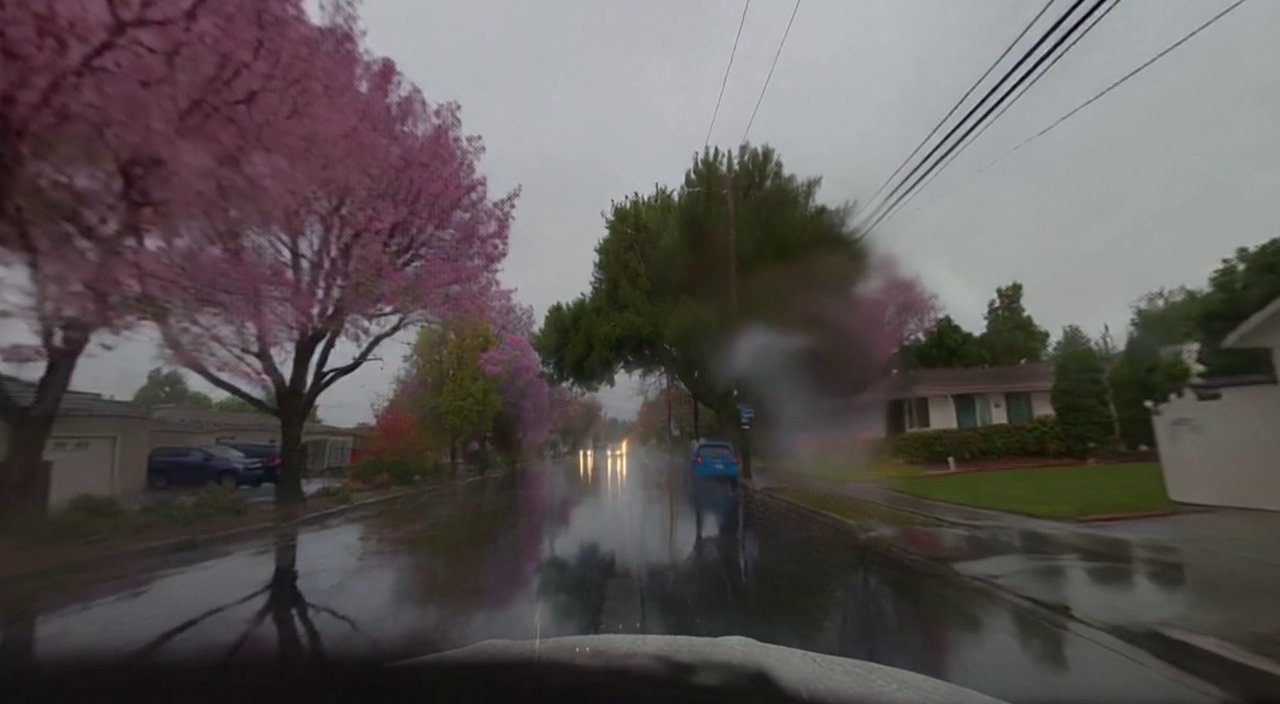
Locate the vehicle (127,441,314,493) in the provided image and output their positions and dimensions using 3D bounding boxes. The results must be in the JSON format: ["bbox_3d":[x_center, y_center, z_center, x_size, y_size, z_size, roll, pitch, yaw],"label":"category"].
[{"bbox_3d":[-16.690,4.558,25.433,5.902,1.796,2.183,-1,-7,-3],"label":"vehicle"}]

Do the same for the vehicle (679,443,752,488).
[{"bbox_3d":[2.652,4.092,23.252,2.022,1.455,4.406,0,-8,-1],"label":"vehicle"}]
